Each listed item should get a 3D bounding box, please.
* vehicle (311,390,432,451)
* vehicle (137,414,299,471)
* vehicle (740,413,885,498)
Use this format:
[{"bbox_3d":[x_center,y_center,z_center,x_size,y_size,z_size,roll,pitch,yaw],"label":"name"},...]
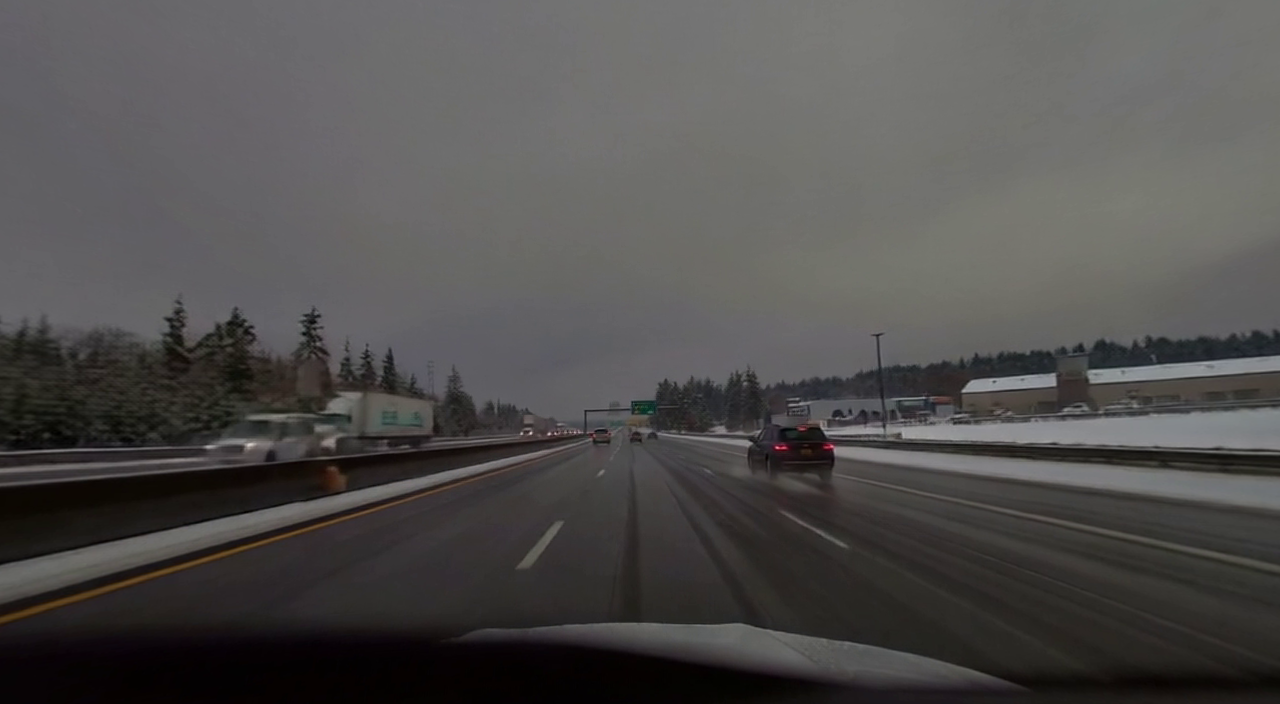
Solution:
[{"bbox_3d":[-19.325,5.307,47.068,2.981,3.857,14.529,0,-8,-1],"label":"vehicle"},{"bbox_3d":[-12.396,2.700,18.928,2.014,1.527,4.172,0,-8,-1],"label":"vehicle"},{"bbox_3d":[3.698,2.310,14.437,2.022,1.637,4.229,0,-8,-2],"label":"vehicle"}]
